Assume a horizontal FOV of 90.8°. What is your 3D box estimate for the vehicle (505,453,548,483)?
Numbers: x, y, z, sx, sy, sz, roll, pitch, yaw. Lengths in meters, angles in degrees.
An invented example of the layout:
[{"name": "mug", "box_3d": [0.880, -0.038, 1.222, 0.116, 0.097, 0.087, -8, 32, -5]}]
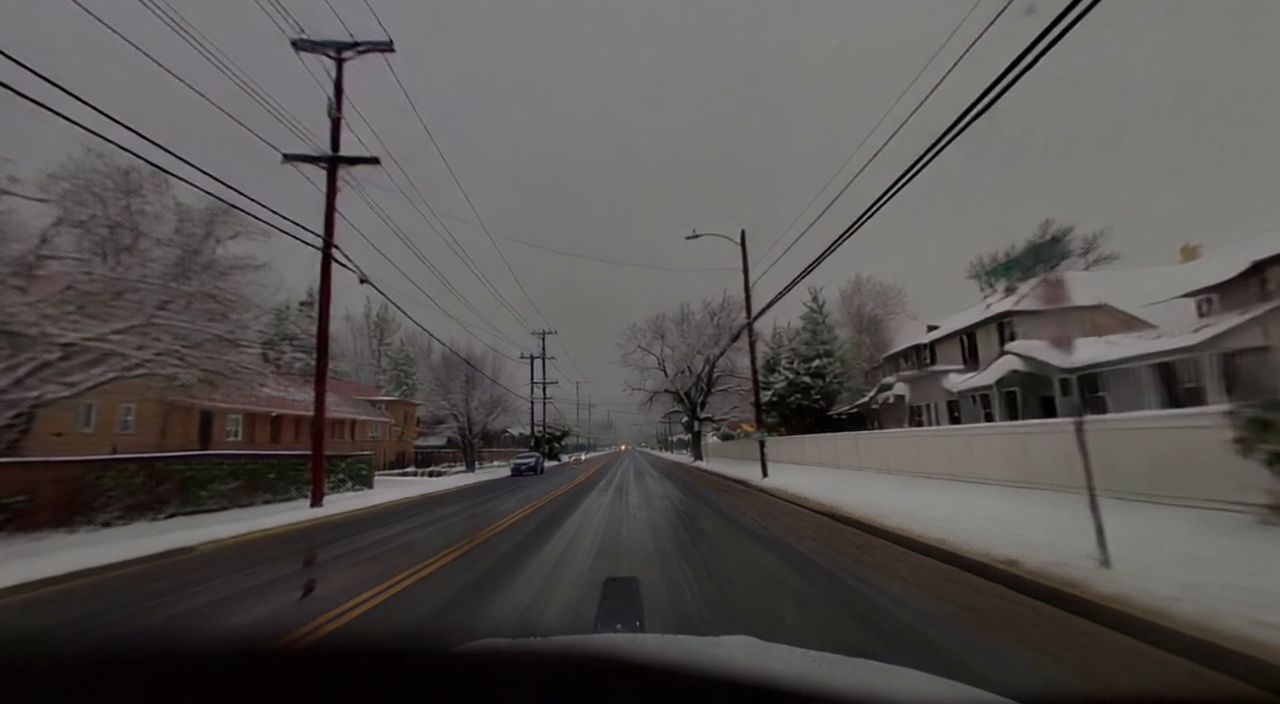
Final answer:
[{"name": "vehicle", "box_3d": [-7.275, 7.469, 40.899, 1.869, 1.442, 4.344, -9, -8, -1]}]
